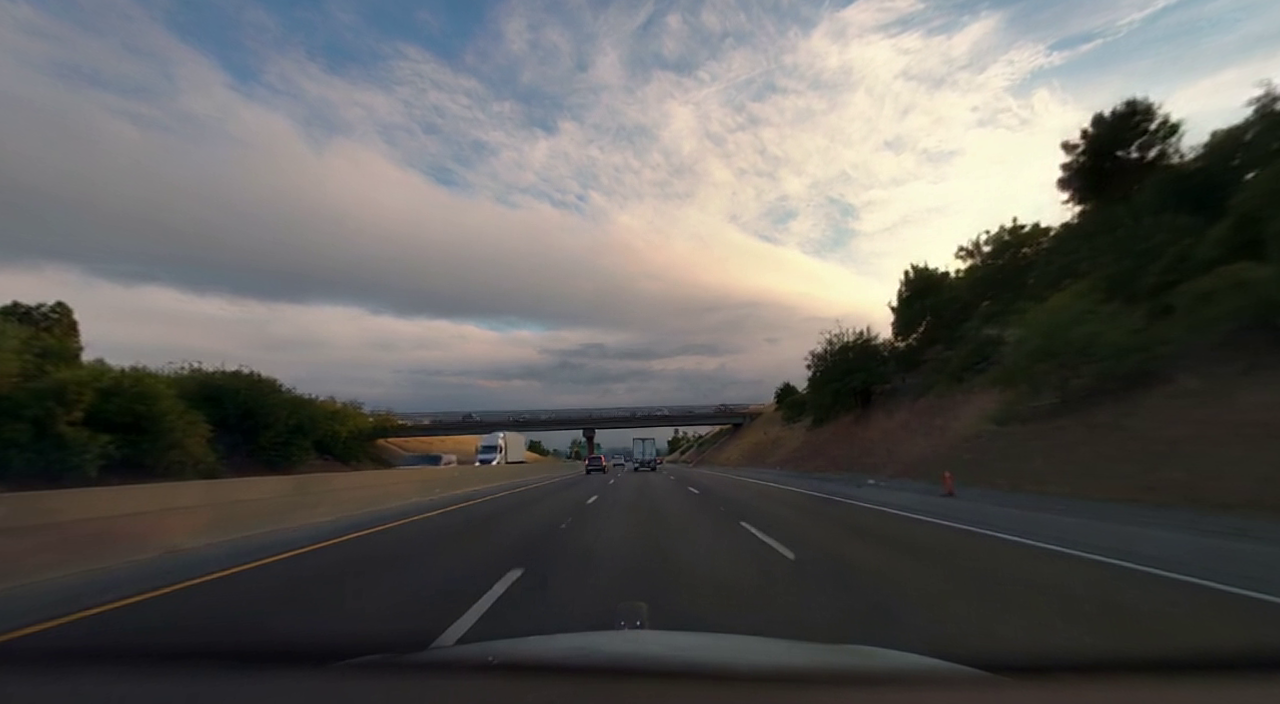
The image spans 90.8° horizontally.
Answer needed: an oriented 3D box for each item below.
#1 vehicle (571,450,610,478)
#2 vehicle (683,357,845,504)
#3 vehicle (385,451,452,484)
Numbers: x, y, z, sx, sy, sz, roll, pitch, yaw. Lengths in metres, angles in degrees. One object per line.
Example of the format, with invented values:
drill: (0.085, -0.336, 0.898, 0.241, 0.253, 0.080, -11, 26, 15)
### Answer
vehicle: (-2.972, 6.807, 38.595, 2.007, 1.647, 3.854, 0, -9, 1)
vehicle: (3.955, 3.423, 25.716, 3.131, 4.037, 16.729, 0, -9, 0)
vehicle: (-11.860, 6.183, 34.142, 1.921, 1.647, 4.470, 0, -9, 1)
